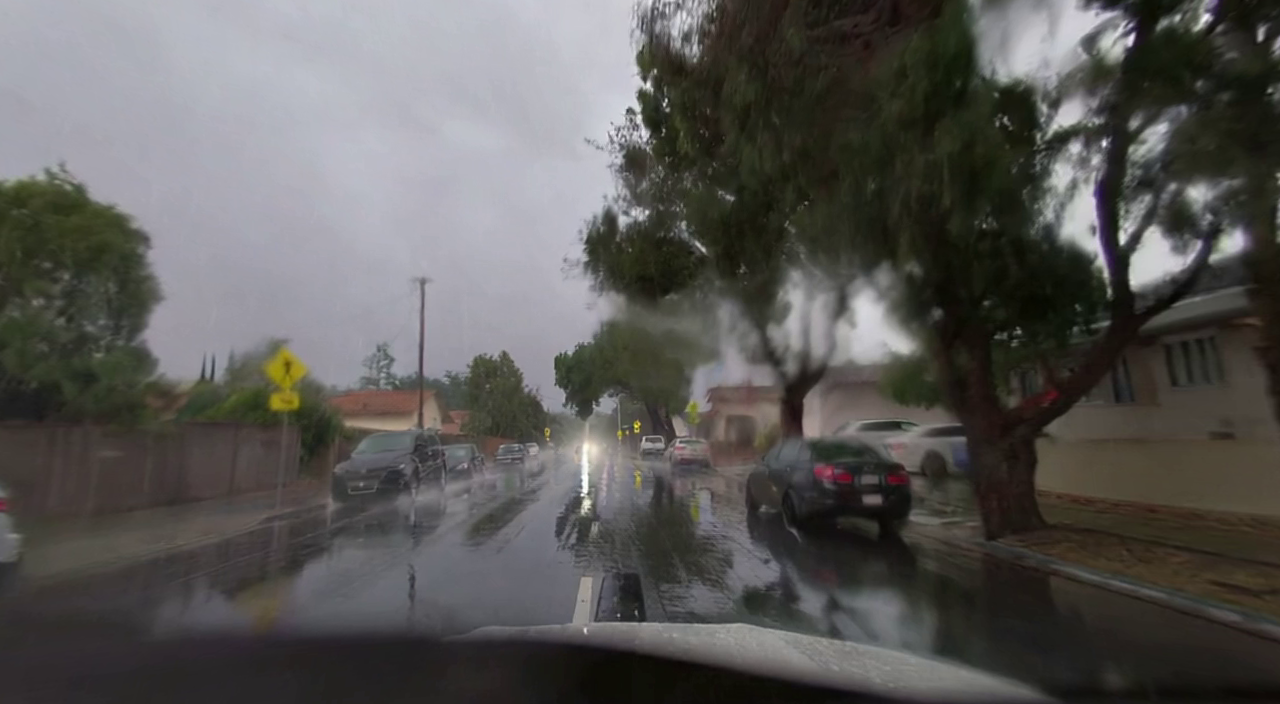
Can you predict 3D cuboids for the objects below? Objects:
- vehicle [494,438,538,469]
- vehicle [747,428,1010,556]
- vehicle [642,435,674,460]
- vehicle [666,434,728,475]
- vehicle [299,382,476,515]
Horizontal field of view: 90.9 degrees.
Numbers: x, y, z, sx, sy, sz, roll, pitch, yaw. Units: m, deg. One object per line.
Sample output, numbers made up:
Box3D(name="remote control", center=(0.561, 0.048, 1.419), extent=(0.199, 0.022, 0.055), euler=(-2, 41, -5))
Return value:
Box3D(name="vehicle", center=(-7.125, 5.863, 36.783), extent=(1.972, 1.502, 5.530), euler=(1, -7, -5))
Box3D(name="vehicle", center=(3.282, 1.978, 9.886), extent=(1.972, 1.492, 4.506), euler=(0, -8, -6))
Box3D(name="vehicle", center=(1.213, 6.827, 45.237), extent=(1.997, 1.663, 4.544), euler=(0, -8, -2))
Box3D(name="vehicle", center=(2.318, 4.286, 26.824), extent=(1.875, 1.568, 4.899), euler=(0, -8, -3))
Box3D(name="vehicle", center=(-5.964, 2.369, 15.977), extent=(2.270, 2.706, 5.871), euler=(1, -8, -3))
